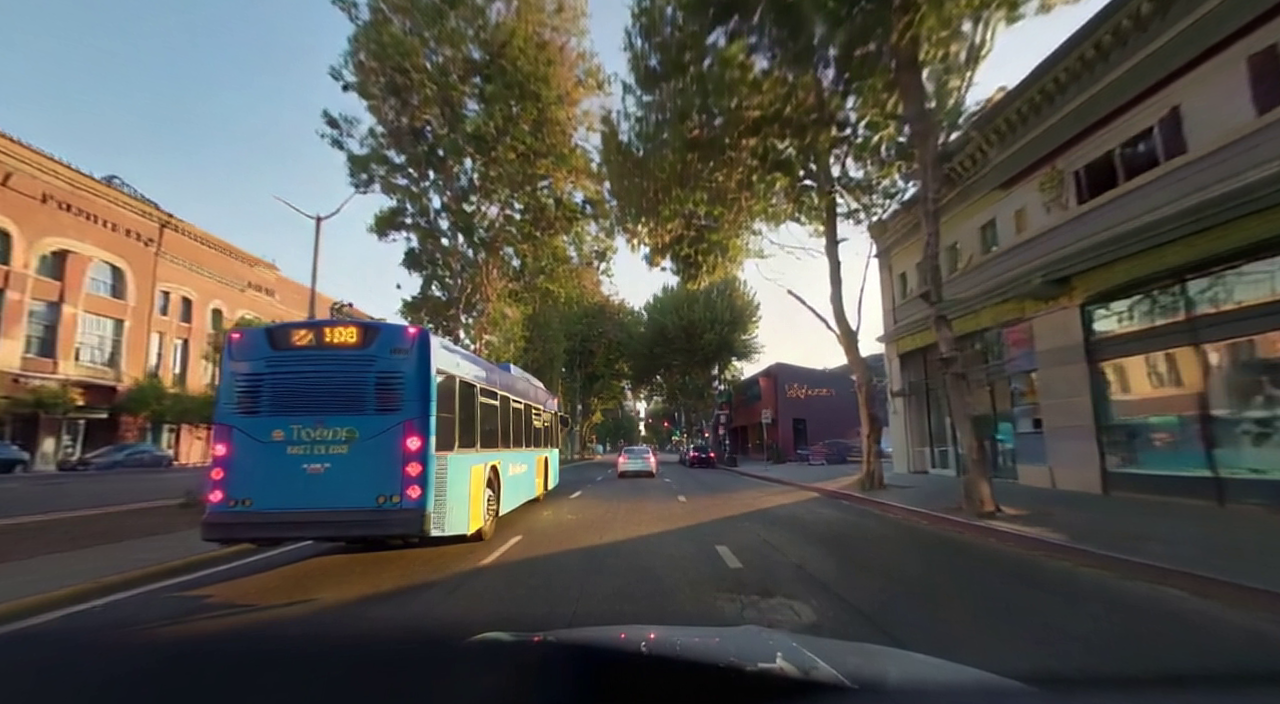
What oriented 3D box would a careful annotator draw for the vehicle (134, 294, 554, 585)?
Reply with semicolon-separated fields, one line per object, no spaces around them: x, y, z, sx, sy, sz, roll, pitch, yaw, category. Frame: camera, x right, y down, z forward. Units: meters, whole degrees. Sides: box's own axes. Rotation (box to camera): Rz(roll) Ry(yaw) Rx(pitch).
-3.508;1.282;10.604;2.920;2.884;8.588;0;-6;0;vehicle

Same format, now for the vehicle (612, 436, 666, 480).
-0.025;4.468;26.833;2.120;1.727;3.917;-1;-8;1;vehicle

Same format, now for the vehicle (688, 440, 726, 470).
4.327;6.716;41.351;2.138;1.787;4.522;-1;-8;2;vehicle
